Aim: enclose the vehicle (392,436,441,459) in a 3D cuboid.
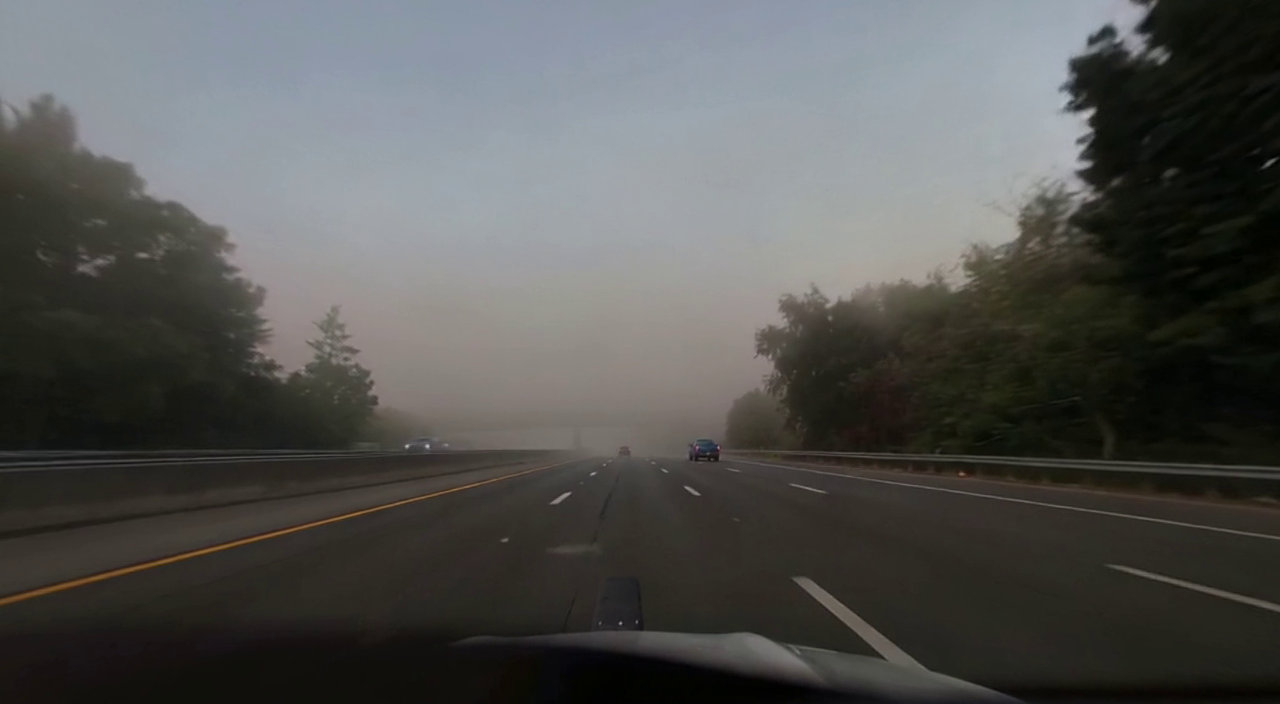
[{"bbox_3d":[-16.138,6.916,45.797,1.945,1.614,4.597,0,-8,-1],"label":"vehicle"}]
